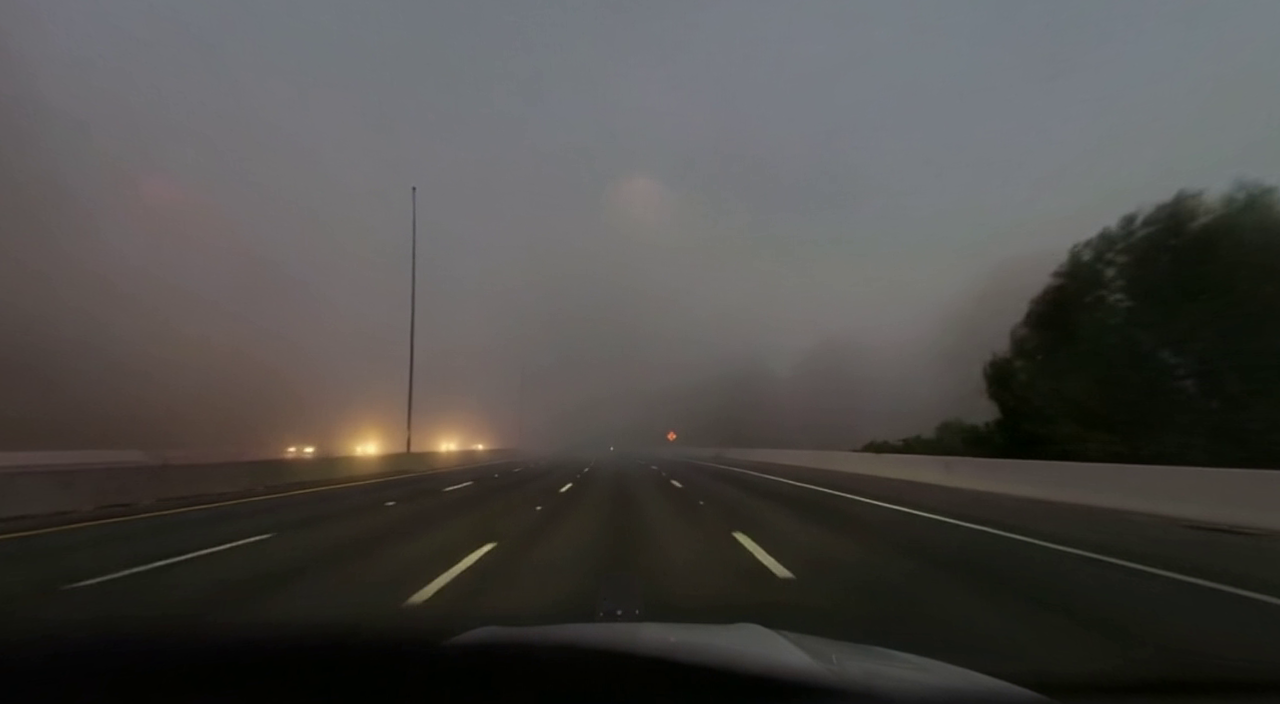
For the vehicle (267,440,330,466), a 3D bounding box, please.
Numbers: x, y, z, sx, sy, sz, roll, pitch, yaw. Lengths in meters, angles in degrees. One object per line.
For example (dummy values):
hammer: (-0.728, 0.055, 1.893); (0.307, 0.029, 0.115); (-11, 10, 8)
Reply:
vehicle: (-24.346, 7.203, 45.275); (1.943, 1.528, 4.598); (3, -6, -1)
